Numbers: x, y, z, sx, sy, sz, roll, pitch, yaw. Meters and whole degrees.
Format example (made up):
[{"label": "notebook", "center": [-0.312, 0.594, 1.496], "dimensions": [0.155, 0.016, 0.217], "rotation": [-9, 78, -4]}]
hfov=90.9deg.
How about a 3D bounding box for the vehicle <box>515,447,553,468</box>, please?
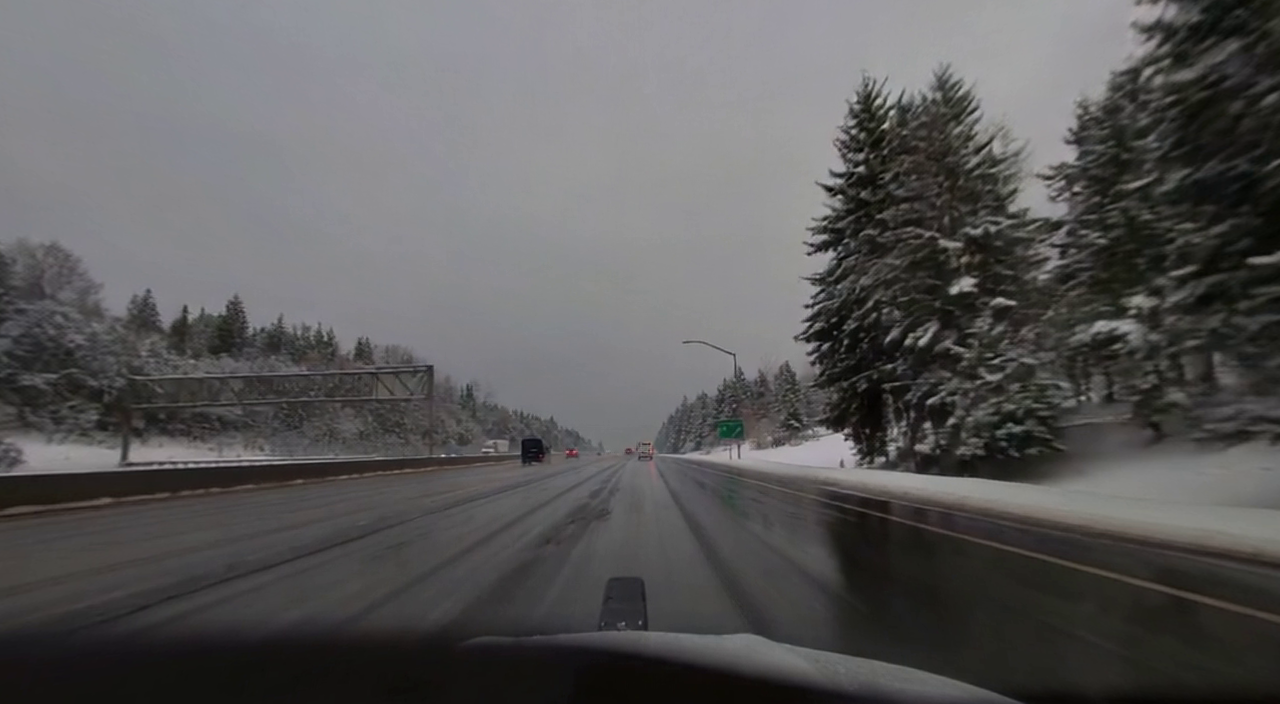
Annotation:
[{"label": "vehicle", "center": [-8.230, 8.201, 49.294], "dimensions": [1.983, 1.532, 4.424], "rotation": [-1, -9, 2]}]
